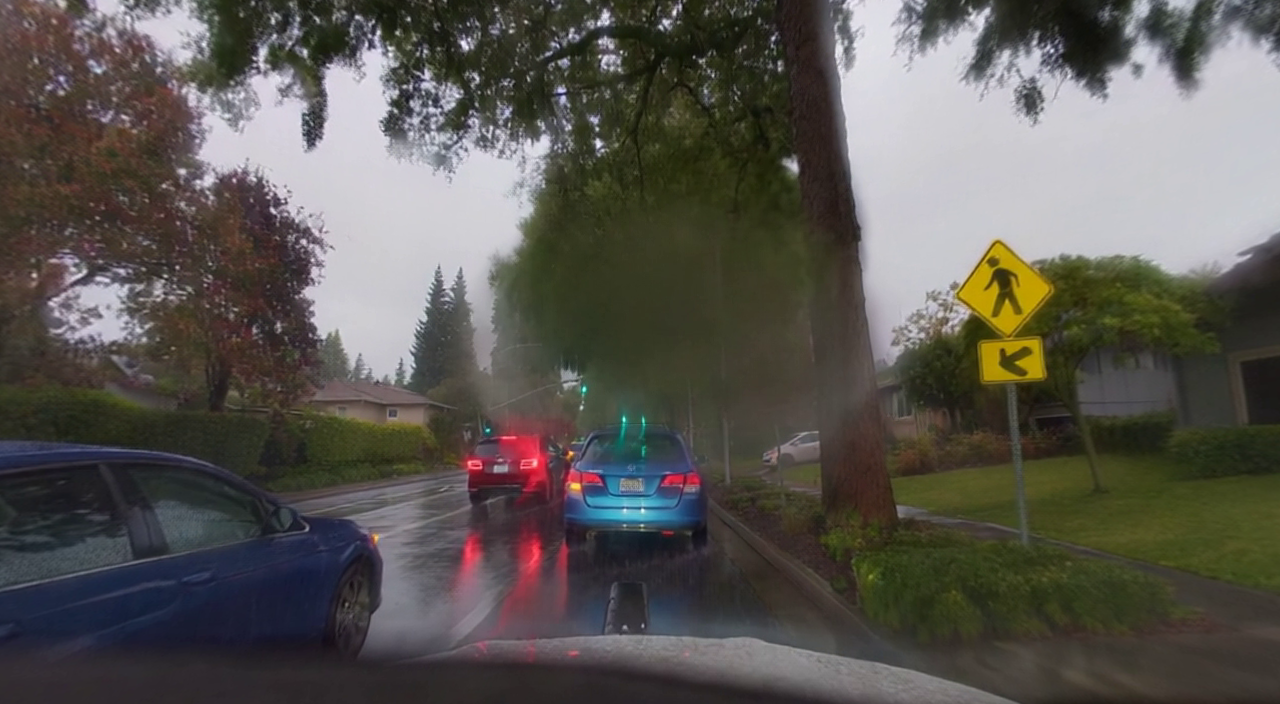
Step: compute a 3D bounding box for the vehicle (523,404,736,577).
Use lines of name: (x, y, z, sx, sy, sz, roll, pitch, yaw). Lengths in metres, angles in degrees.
vehicle: (-0.104, 1.683, 8.333, 2.120, 1.718, 3.909, 0, -9, 0)

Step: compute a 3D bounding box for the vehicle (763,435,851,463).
vehicle: (9.367, 5.467, 35.637, 4.456, 1.504, 1.914, -1, -9, 5)

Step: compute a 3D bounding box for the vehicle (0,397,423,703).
vehicle: (-2.874, 1.040, 2.948, 1.968, 1.472, 4.685, 0, -9, 1)

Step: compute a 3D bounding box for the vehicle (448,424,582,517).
vehicle: (-2.558, 2.567, 14.066, 2.000, 1.737, 4.133, 0, -9, 2)
